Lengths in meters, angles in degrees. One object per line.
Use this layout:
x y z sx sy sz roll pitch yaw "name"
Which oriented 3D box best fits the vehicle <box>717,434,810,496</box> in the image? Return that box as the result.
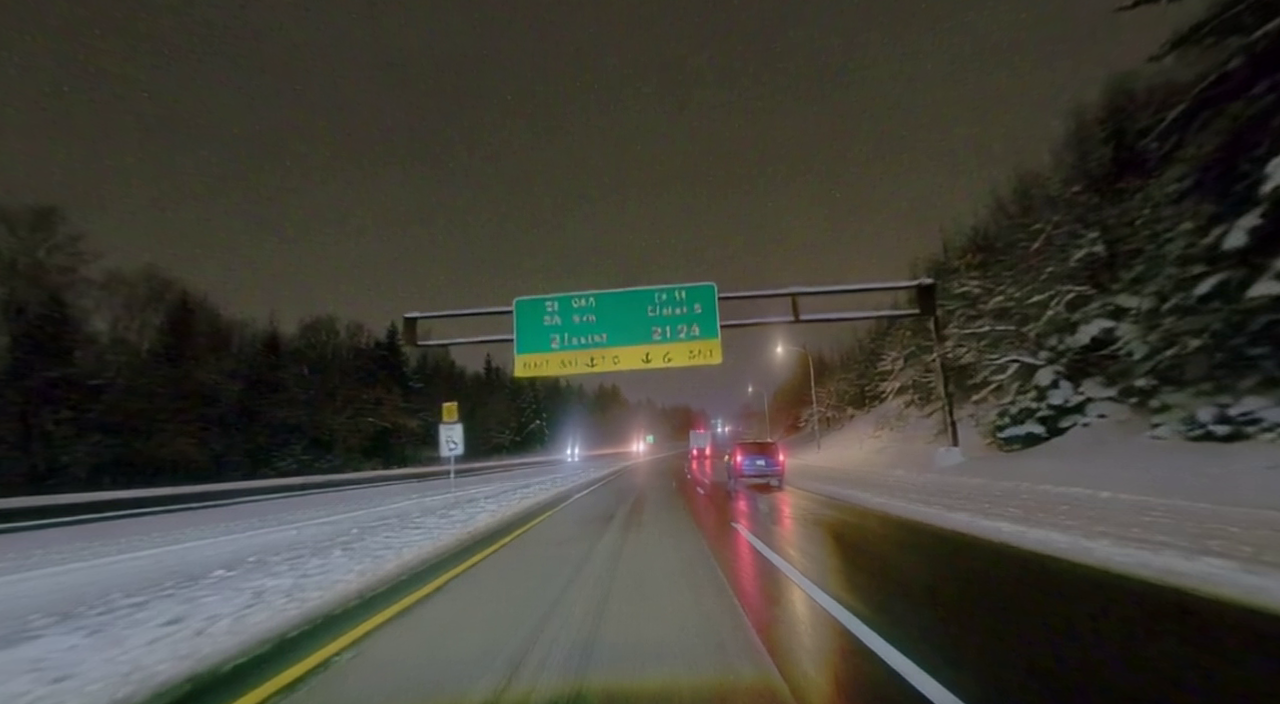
3.721 3.492 19.886 2.143 1.730 4.303 0 -8 1 "vehicle"
